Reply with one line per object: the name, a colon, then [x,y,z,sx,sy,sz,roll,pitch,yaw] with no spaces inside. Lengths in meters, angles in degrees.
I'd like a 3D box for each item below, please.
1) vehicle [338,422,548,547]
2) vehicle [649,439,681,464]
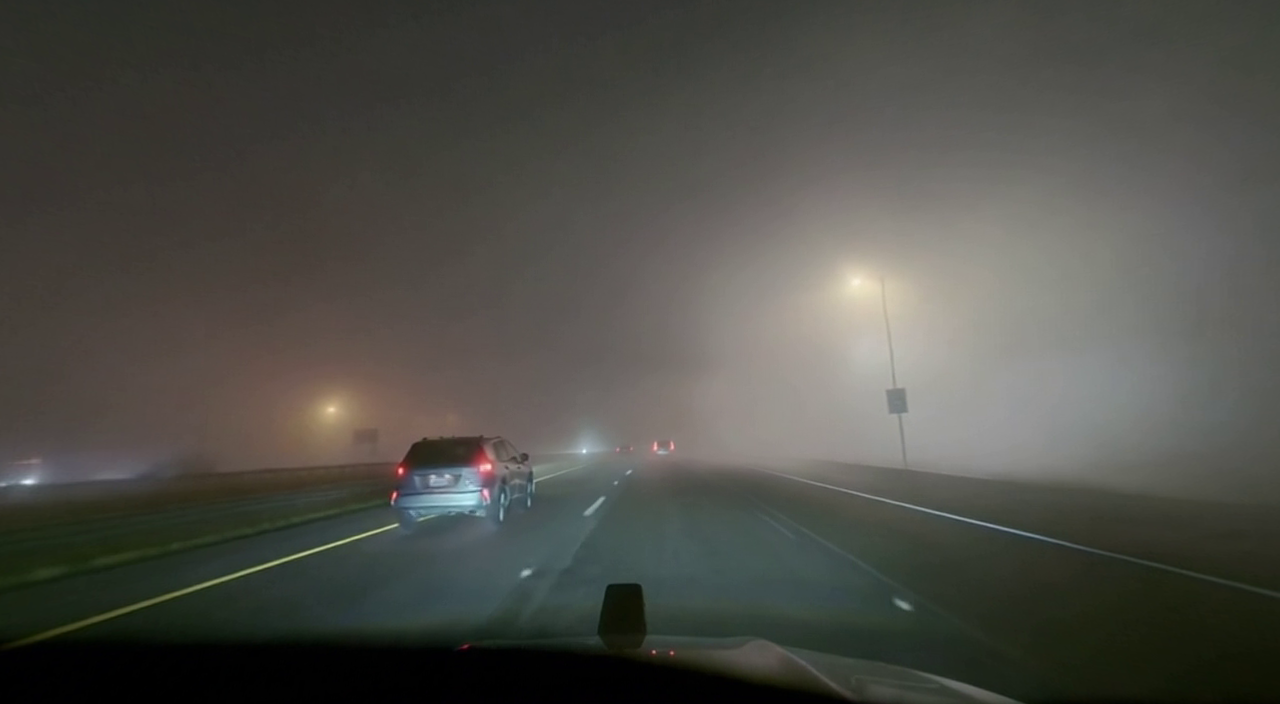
vehicle: [-3.068,2.172,11.059,2.143,1.693,4.513,-1,-8,1]
vehicle: [1.685,6.848,43.594,2.073,1.621,3.993,-1,-8,1]
